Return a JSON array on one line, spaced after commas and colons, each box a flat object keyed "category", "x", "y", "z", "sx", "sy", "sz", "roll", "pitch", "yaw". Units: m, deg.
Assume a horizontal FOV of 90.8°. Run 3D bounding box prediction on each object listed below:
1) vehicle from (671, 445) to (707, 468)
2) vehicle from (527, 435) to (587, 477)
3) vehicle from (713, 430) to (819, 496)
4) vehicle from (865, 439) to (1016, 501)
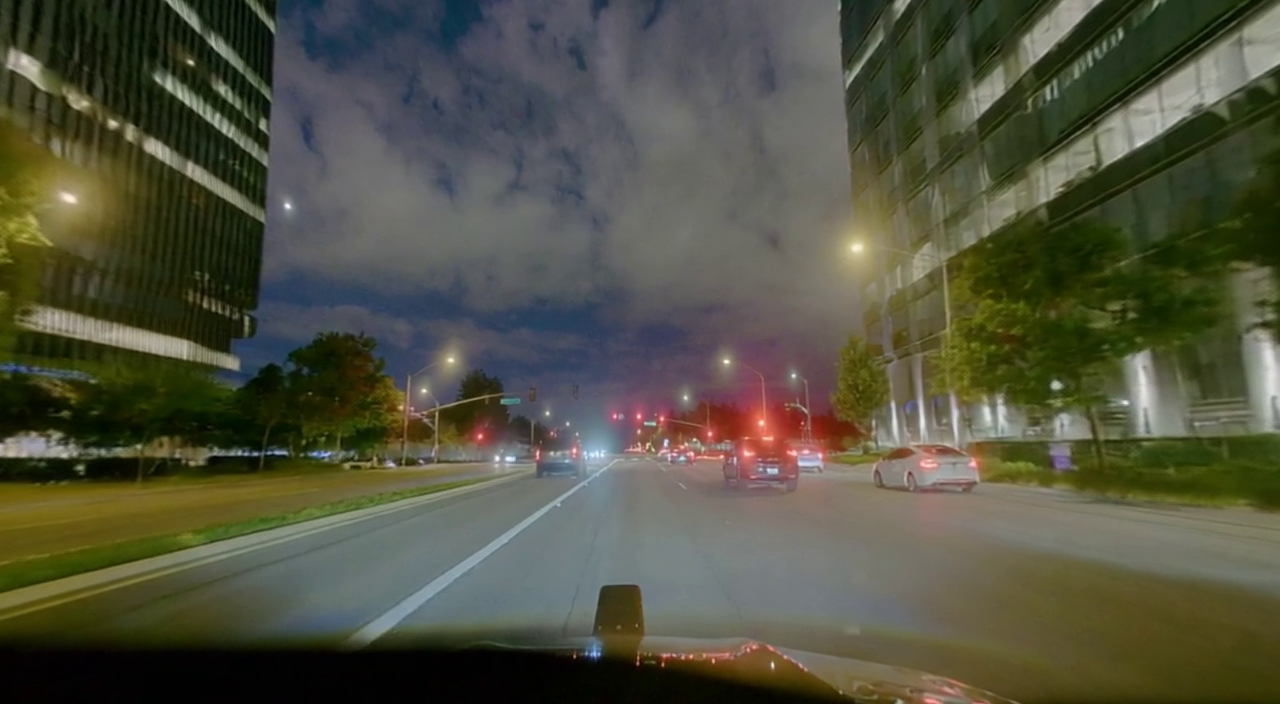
[{"category": "vehicle", "x": 3.342, "y": 7.202, "z": 43.843, "sx": 2.054, "sy": 1.473, "sz": 4.511, "roll": 0, "pitch": -8, "yaw": -2}, {"category": "vehicle", "x": -3.763, "y": 4.804, "z": 29.366, "sx": 2.155, "sy": 1.797, "sz": 3.989, "roll": 0, "pitch": -8, "yaw": 1}, {"category": "vehicle", "x": 3.629, "y": 3.315, "z": 19.209, "sx": 2.152, "sy": 1.742, "sz": 4.704, "roll": 0, "pitch": -8, "yaw": -1}, {"category": "vehicle", "x": 8.241, "y": 3.254, "z": 17.934, "sx": 1.944, "sy": 1.503, "sz": 4.723, "roll": 0, "pitch": -8, "yaw": 0}]
